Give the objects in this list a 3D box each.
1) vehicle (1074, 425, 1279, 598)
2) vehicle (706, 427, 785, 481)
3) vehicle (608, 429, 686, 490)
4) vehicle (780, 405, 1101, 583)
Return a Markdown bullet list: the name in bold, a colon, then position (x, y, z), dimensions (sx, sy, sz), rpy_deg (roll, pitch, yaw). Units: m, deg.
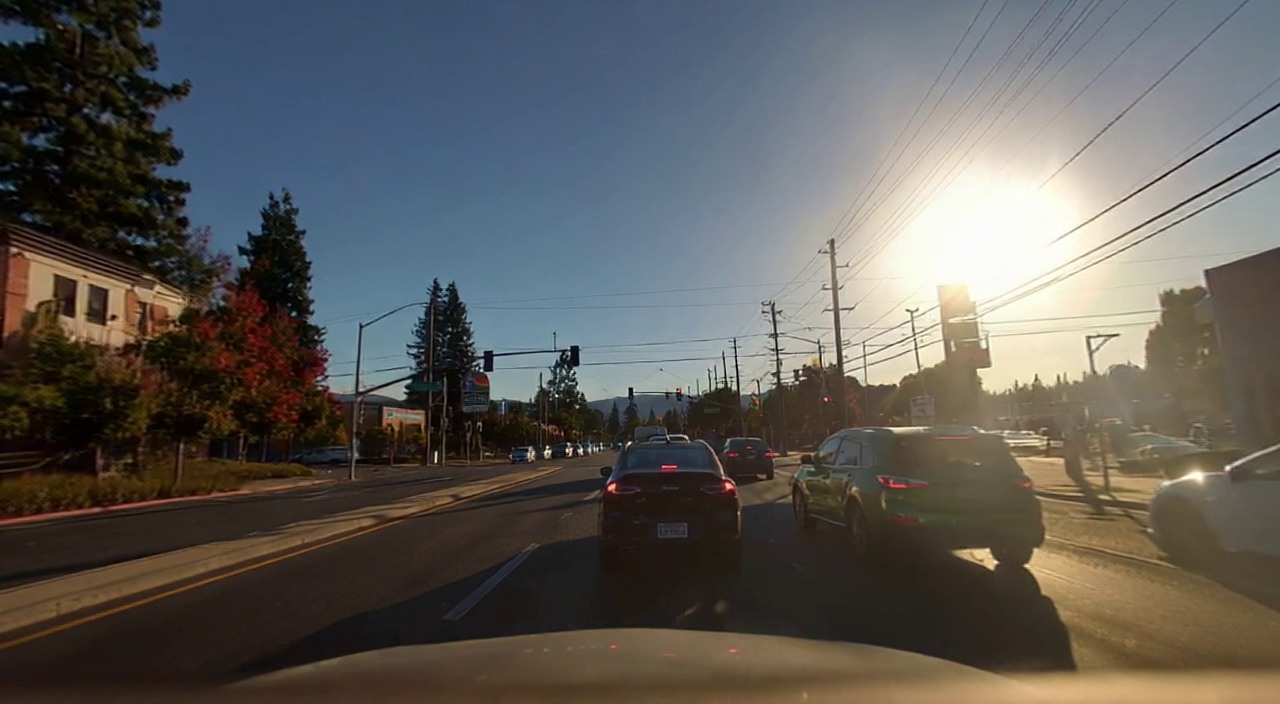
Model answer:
- **vehicle**: position (6.294, 1.341, 5.349), dimensions (1.906, 1.435, 4.670), rpy_deg (0, -9, 0)
- **vehicle**: position (3.804, 3.802, 23.730), dimensions (2.060, 1.789, 4.712), rpy_deg (0, -9, -1)
- **vehicle**: position (0.220, 3.270, 19.462), dimensions (2.149, 1.668, 3.962), rpy_deg (0, -9, 1)
- **vehicle**: position (3.240, 1.628, 8.007), dimensions (1.998, 1.620, 4.267), rpy_deg (0, -9, 1)
